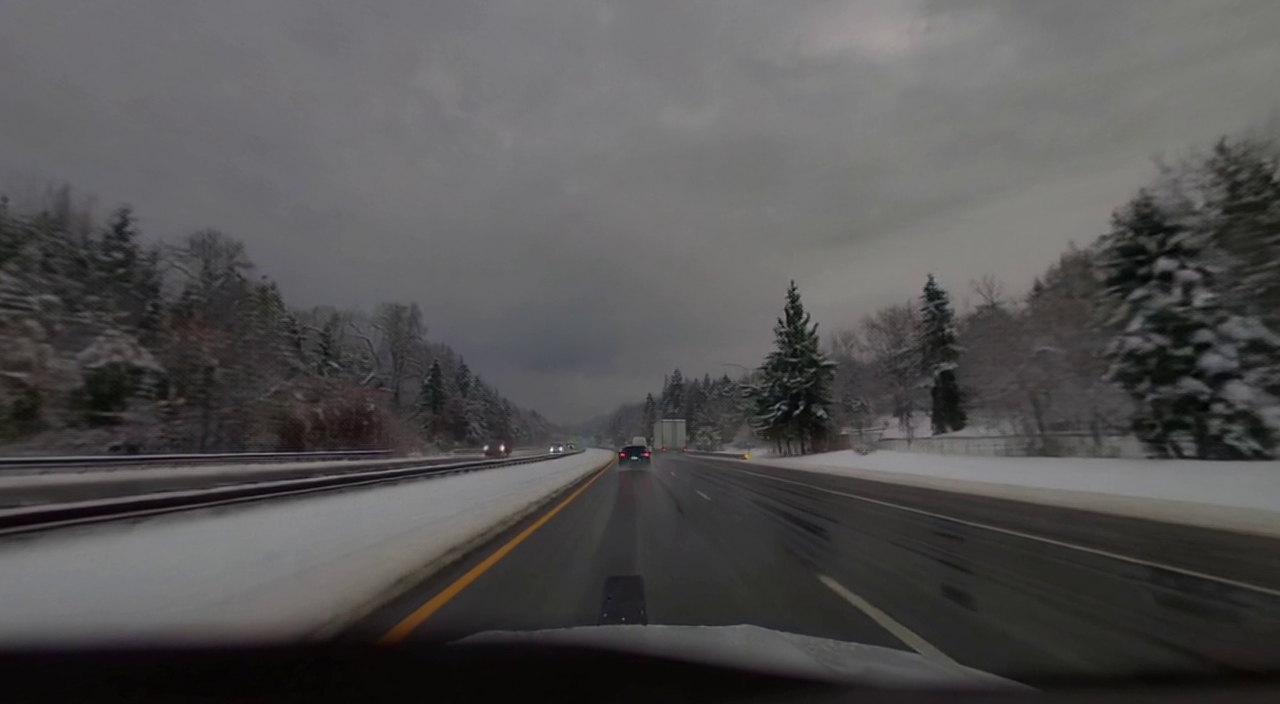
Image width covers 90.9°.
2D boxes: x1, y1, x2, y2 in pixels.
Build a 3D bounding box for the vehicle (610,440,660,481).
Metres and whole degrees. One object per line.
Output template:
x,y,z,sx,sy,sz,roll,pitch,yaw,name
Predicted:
-0.245,5.014,29.327,2.190,1.706,4.062,0,-9,-1,vehicle
